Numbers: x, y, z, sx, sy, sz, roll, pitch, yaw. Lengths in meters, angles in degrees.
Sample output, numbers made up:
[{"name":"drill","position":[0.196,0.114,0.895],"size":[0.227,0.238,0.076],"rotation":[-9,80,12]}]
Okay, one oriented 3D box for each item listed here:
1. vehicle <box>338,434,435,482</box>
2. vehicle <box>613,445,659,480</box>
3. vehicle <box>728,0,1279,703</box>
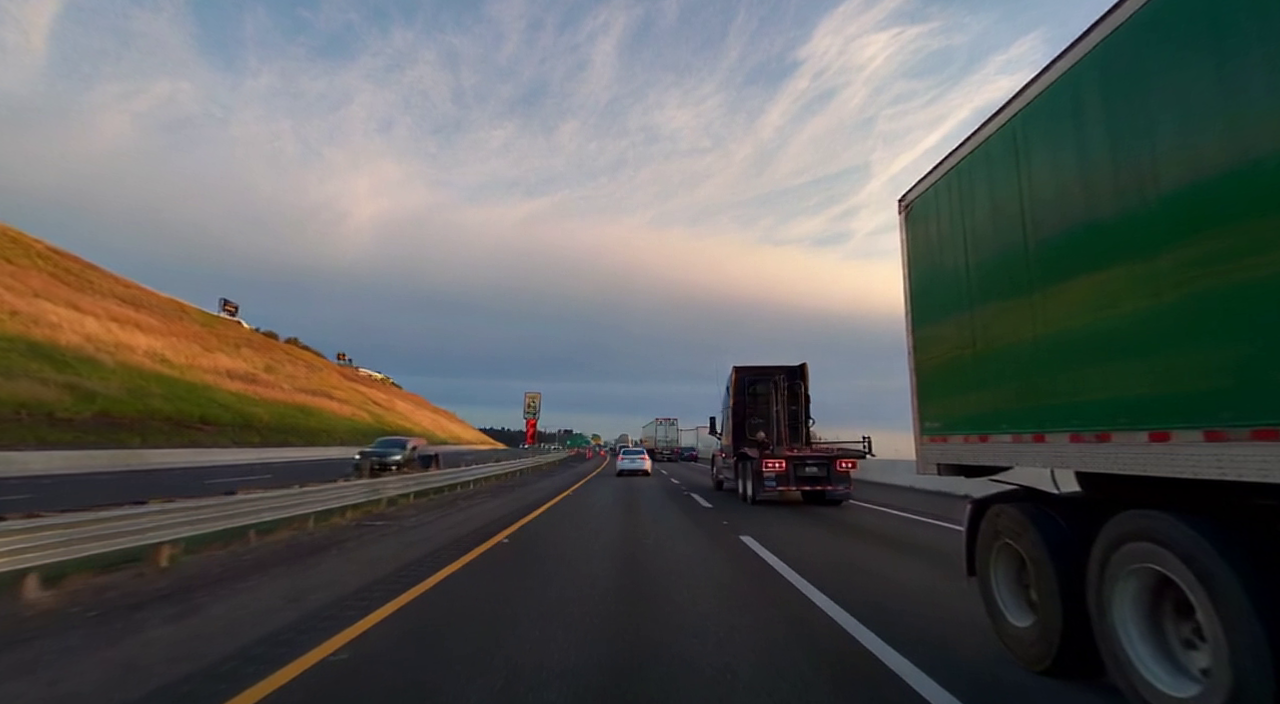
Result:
[{"name":"vehicle","position":[-8.970,3.784,22.724],"size":[1.806,1.550,4.127],"rotation":[0,-9,-1]},{"name":"vehicle","position":[-0.170,4.901,28.155],"size":[1.927,1.437,3.794],"rotation":[0,-9,0]},{"name":"vehicle","position":[3.584,0.574,8.188],"size":[2.874,4.065,14.243],"rotation":[0,-9,0]}]
